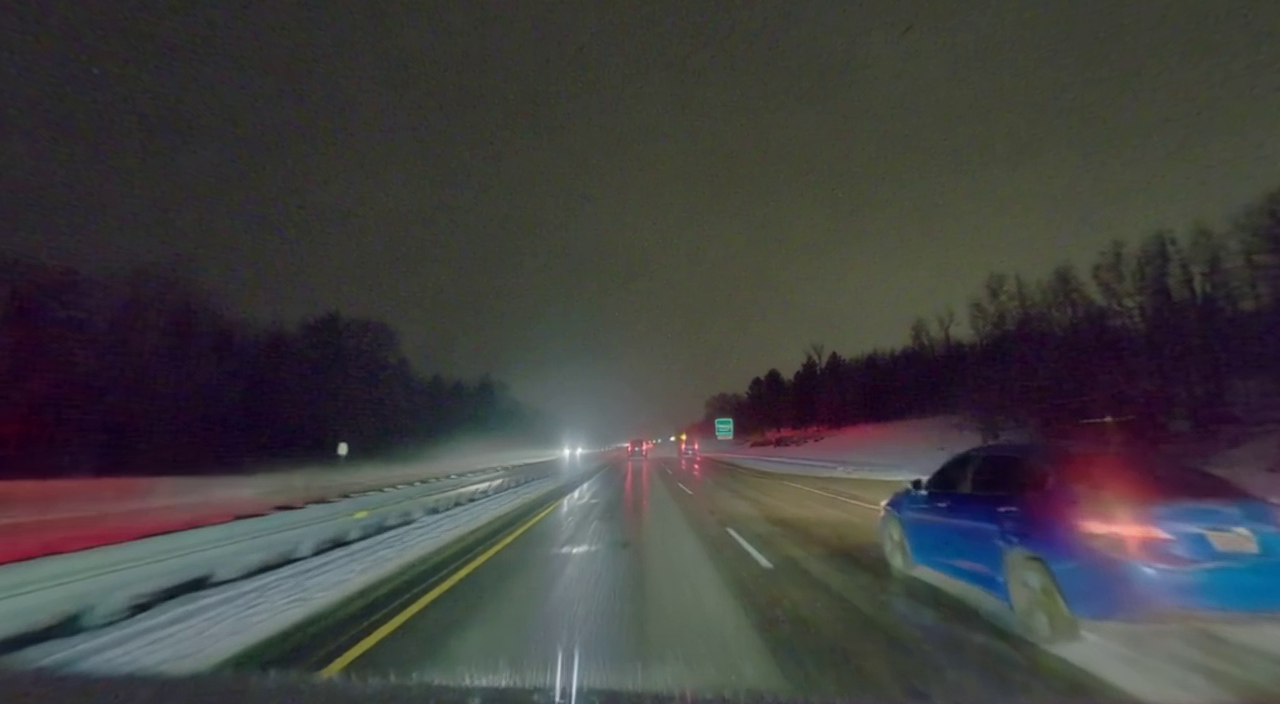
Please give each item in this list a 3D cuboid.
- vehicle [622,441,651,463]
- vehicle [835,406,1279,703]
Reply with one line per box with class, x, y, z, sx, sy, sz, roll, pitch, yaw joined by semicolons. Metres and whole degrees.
vehicle;-0.214;7.262;45.826;2.009;1.554;4.013;0;-8;0
vehicle;3.143;1.280;4.697;1.957;1.496;4.327;0;-8;0
